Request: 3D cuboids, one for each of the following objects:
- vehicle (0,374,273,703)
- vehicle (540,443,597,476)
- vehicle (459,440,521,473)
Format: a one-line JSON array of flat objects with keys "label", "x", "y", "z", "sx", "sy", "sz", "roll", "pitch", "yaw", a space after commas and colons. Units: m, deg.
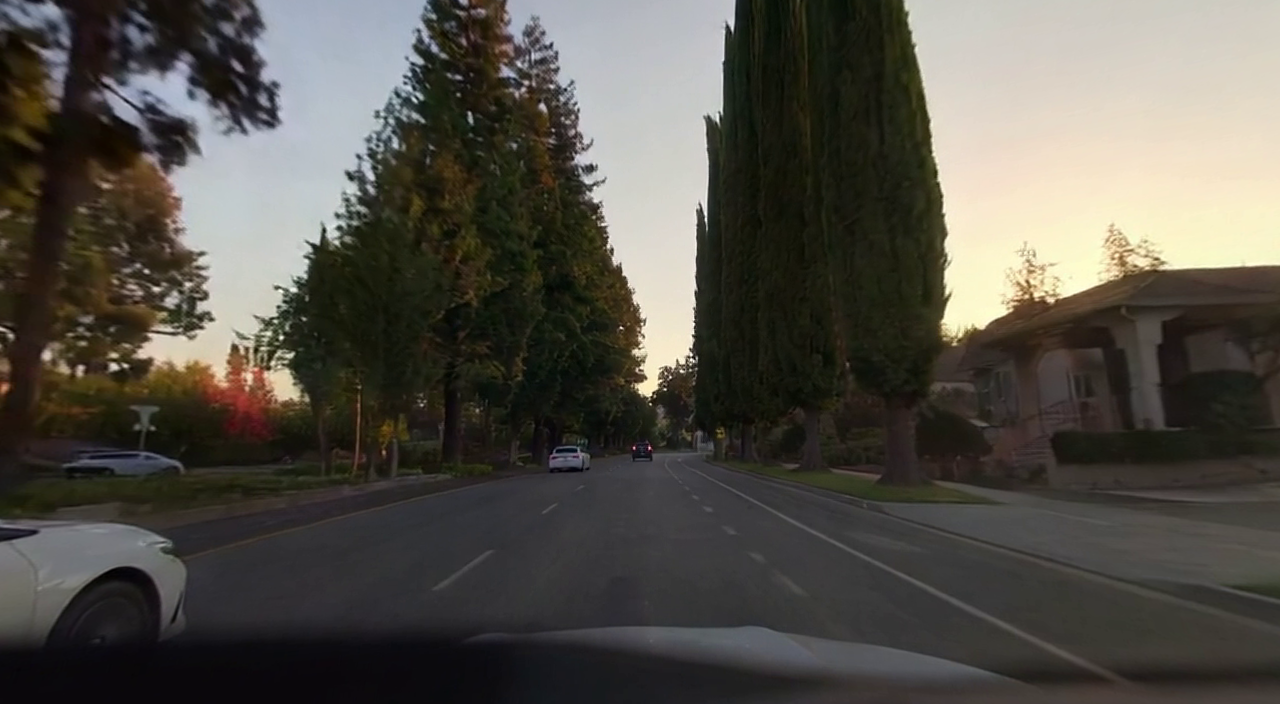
[{"label": "vehicle", "x": -3.819, "y": 0.784, "z": 2.038, "sx": 2.190, "sy": 1.545, "sz": 4.943, "roll": 0, "pitch": -8, "yaw": 1}, {"label": "vehicle", "x": -3.406, "y": 5.245, "z": 31.109, "sx": 2.188, "sy": 1.473, "sz": 4.651, "roll": 0, "pitch": -8, "yaw": 1}, {"label": "vehicle", "x": -7.716, "y": 5.407, "z": 32.837, "sx": 2.110, "sy": 1.529, "sz": 4.743, "roll": 0, "pitch": -8, "yaw": -1}]
